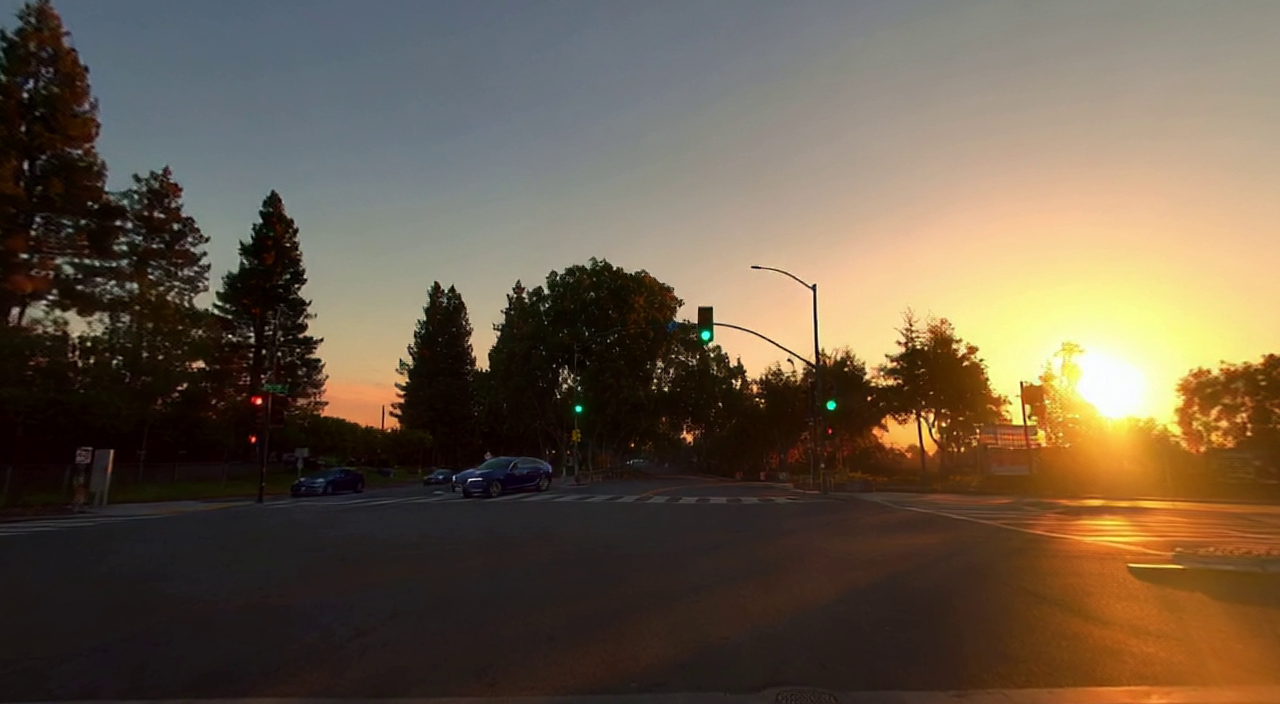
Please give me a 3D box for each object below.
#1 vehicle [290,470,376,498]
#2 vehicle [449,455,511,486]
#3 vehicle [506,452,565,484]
[{"bbox_3d":[-19.621,8.441,40.478,2.029,1.500,4.491,-5,-10,30],"label":"vehicle"},{"bbox_3d":[-8.039,5.978,32.079,1.960,1.433,4.213,0,-8,1],"label":"vehicle"},{"bbox_3d":[-5.238,5.865,32.130,2.107,1.456,4.728,0,-8,1],"label":"vehicle"}]
